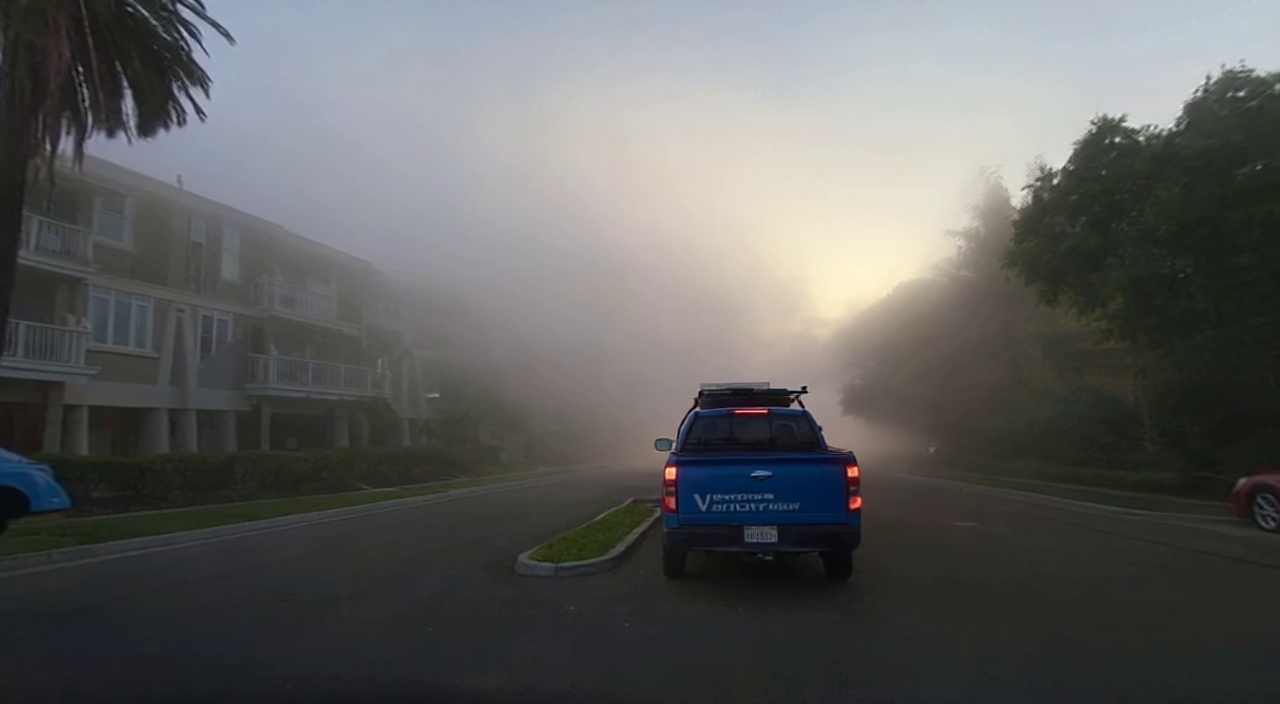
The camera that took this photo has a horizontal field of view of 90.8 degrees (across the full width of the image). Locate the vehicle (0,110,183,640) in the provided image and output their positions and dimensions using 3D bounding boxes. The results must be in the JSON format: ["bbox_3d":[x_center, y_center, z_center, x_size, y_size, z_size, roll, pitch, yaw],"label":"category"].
[{"bbox_3d":[-6.628,-0.411,0.723,2.998,3.659,10.517,-2,-9,10],"label":"vehicle"}]

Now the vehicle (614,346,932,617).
[{"bbox_3d":[1.235,1.433,7.919,2.418,2.078,5.866,-1,-9,5],"label":"vehicle"}]
